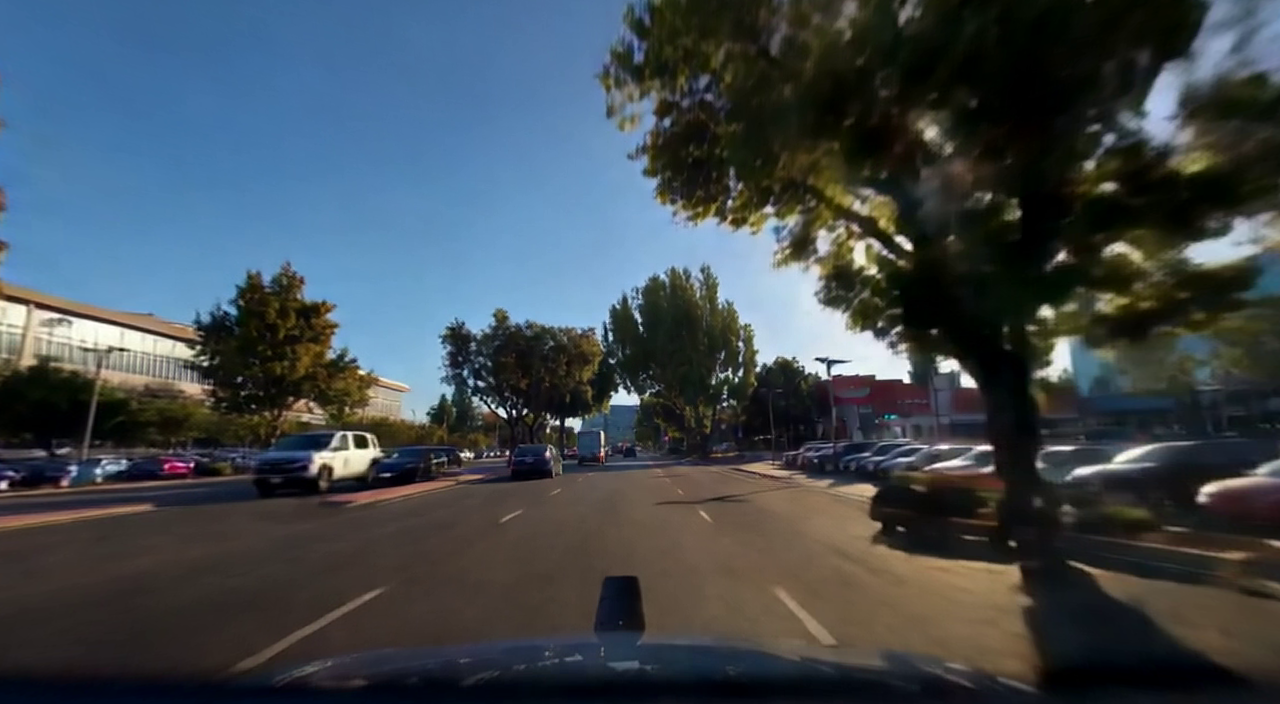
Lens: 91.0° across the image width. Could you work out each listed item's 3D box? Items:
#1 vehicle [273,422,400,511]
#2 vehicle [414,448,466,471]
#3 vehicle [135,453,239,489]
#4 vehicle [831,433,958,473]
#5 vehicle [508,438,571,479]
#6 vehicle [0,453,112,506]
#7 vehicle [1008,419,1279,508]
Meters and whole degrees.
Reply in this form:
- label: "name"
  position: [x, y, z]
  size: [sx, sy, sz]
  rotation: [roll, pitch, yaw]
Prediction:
- label: "vehicle"
  position: [-7.672, 2.924, 16.552]
  size: [2.123, 1.864, 5.553]
  rotation: [1, -9, -17]
- label: "vehicle"
  position: [-13.356, 7.195, 42.370]
  size: [1.955, 1.496, 4.661]
  rotation: [0, -9, 0]
- label: "vehicle"
  position: [-23.368, 6.116, 32.744]
  size: [1.938, 1.691, 4.696]
  rotation: [0, -9, -1]
- label: "vehicle"
  position: [12.308, 4.932, 30.889]
  size: [5.426, 1.811, 2.193]
  rotation: [-2, -9, 15]
- label: "vehicle"
  position: [-4.375, 4.724, 28.073]
  size: [2.109, 1.672, 4.256]
  rotation: [0, -9, 0]
- label: "vehicle"
  position: [-23.495, 4.859, 24.438]
  size: [1.953, 1.789, 4.591]
  rotation: [0, -9, -1]
- label: "vehicle"
  position: [12.164, 2.616, 15.116]
  size: [5.519, 1.836, 2.138]
  rotation: [-5, -10, 32]
